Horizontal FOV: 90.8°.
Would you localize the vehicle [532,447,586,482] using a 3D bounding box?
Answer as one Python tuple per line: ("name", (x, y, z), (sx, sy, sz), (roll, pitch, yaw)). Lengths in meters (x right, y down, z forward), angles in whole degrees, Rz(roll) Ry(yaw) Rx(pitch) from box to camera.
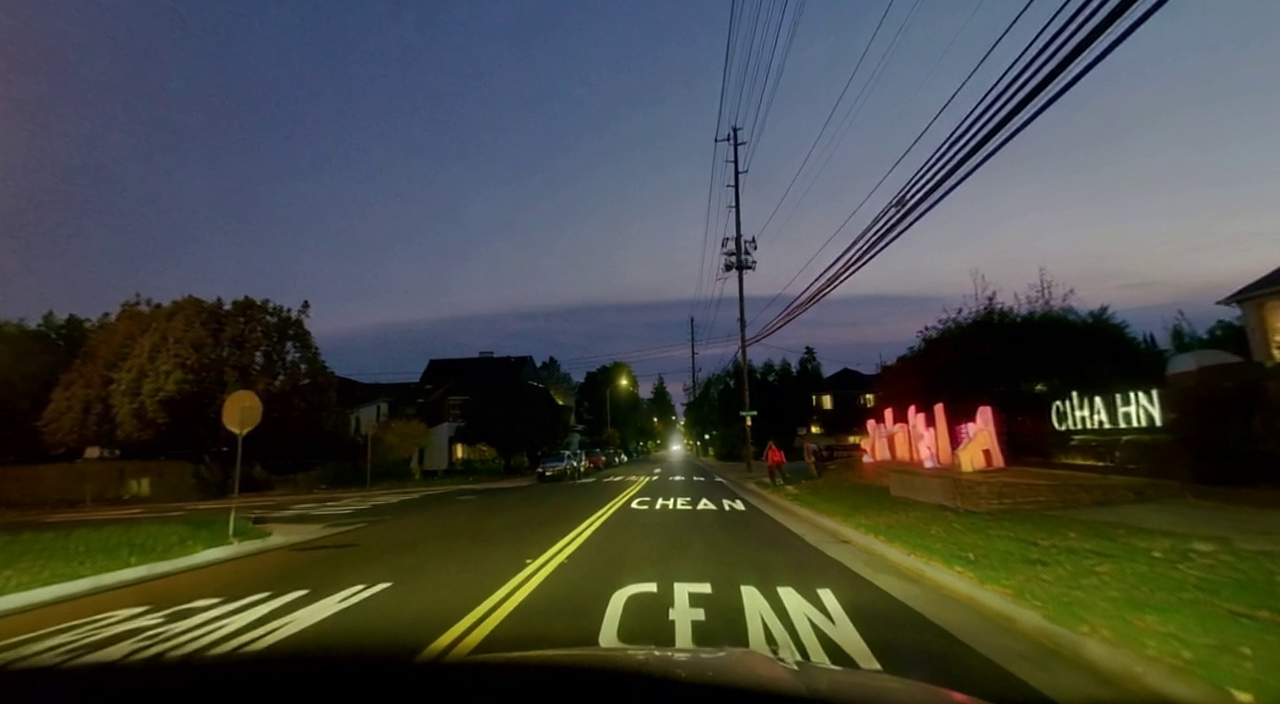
("vehicle", (-4.432, 6.289, 35.540), (2.203, 1.787, 4.704), (-1, -8, 3))
